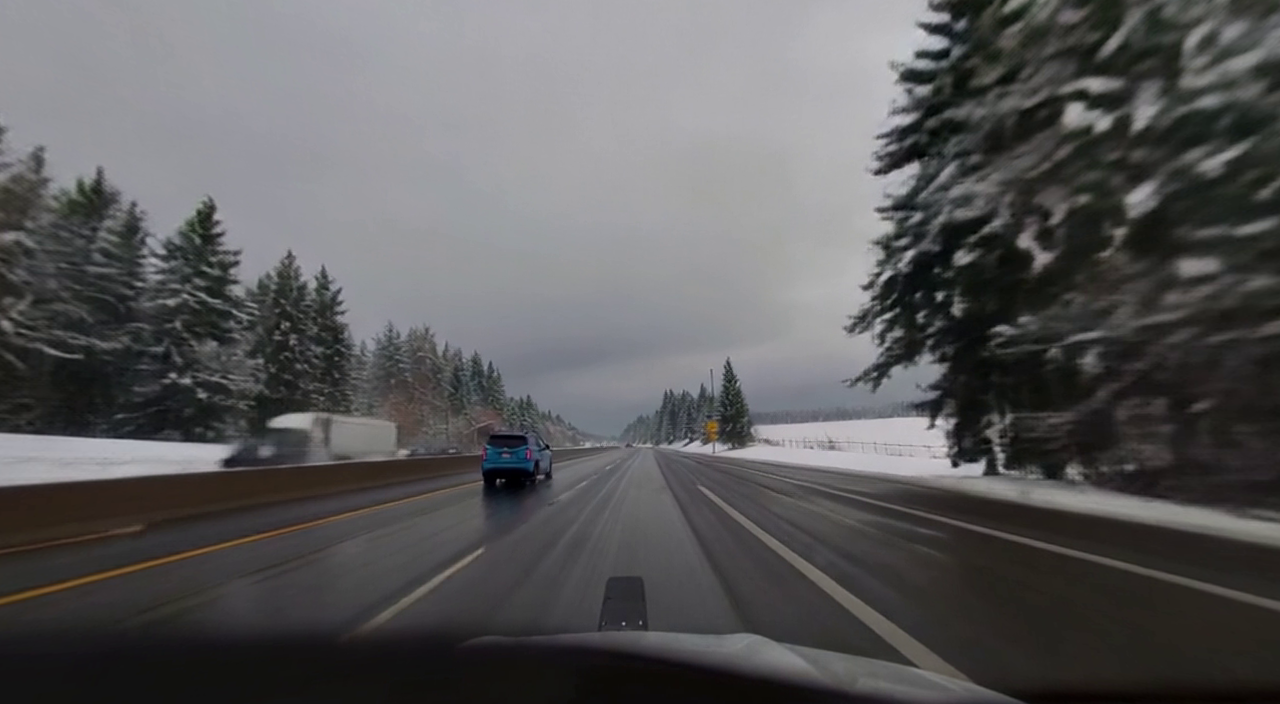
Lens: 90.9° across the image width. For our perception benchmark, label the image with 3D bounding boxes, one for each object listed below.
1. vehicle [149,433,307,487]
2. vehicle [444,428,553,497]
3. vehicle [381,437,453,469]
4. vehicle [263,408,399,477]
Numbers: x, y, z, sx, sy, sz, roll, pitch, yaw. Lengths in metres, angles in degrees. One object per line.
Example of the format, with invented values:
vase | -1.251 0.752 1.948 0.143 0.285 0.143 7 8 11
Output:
vehicle | -16.876 4.433 26.432 2.365 1.955 6.279 0 -8 0
vehicle | -3.912 3.139 18.319 2.084 1.752 4.479 0 -8 1
vehicle | -13.177 5.994 37.743 2.206 1.752 5.690 0 -8 1
vehicle | -16.813 5.071 35.322 2.774 3.321 8.975 0 -8 2
